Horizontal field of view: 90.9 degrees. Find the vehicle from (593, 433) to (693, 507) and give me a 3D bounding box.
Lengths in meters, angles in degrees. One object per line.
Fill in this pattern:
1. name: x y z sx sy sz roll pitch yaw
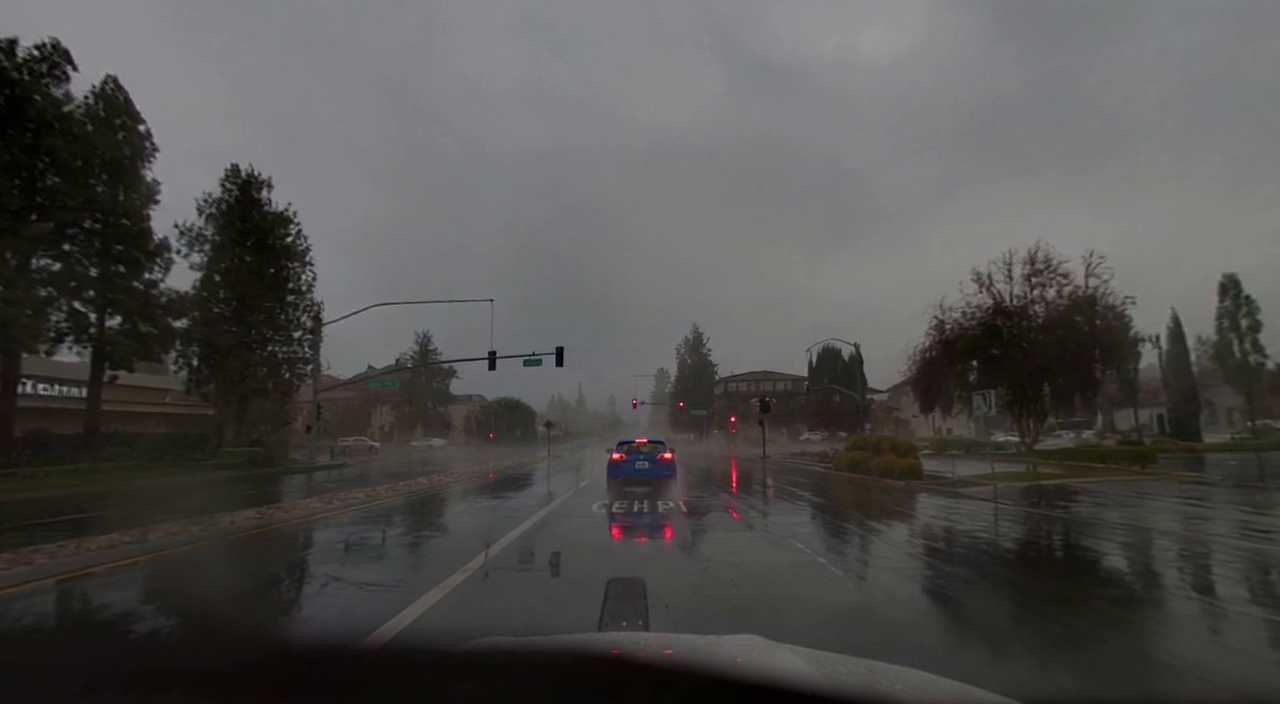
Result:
1. vehicle: 0.023 2.725 15.101 2.028 1.478 4.545 0 -8 -1
